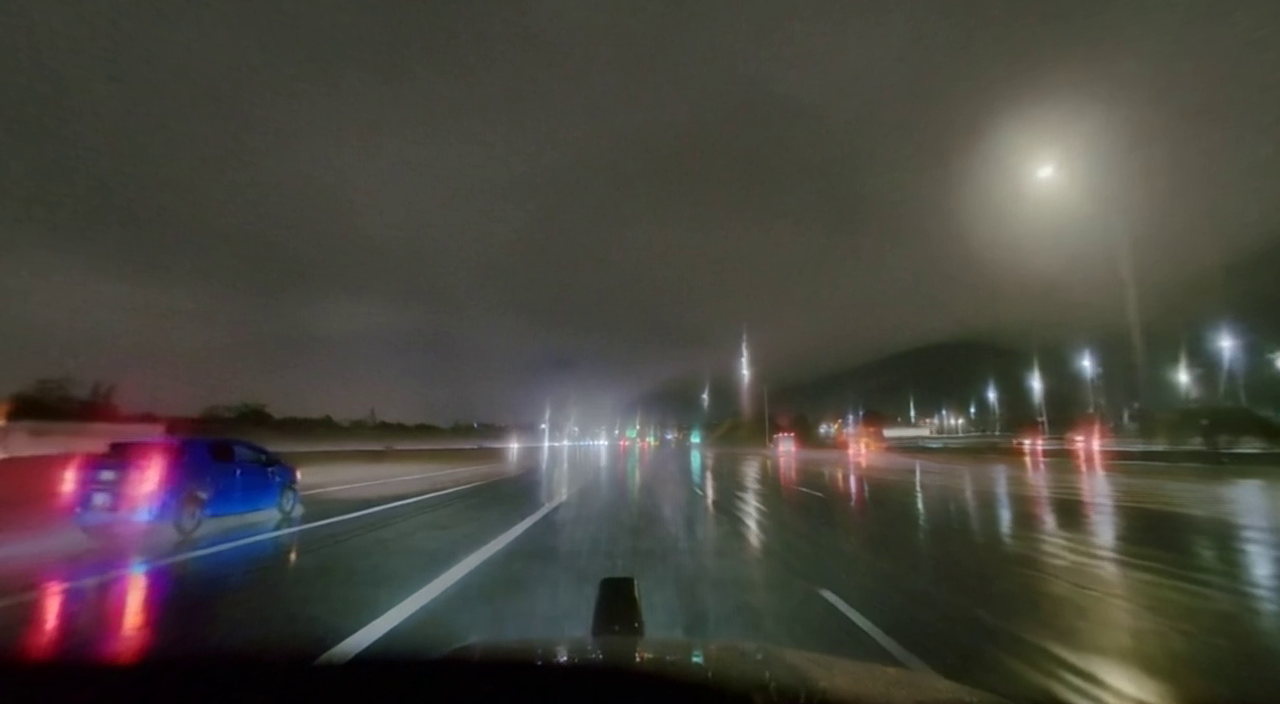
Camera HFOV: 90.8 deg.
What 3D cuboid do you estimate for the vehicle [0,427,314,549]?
[{"bbox_3d":[-7.771,2.105,10.573,2.005,1.545,4.874,0,-8,0],"label":"vehicle"}]
